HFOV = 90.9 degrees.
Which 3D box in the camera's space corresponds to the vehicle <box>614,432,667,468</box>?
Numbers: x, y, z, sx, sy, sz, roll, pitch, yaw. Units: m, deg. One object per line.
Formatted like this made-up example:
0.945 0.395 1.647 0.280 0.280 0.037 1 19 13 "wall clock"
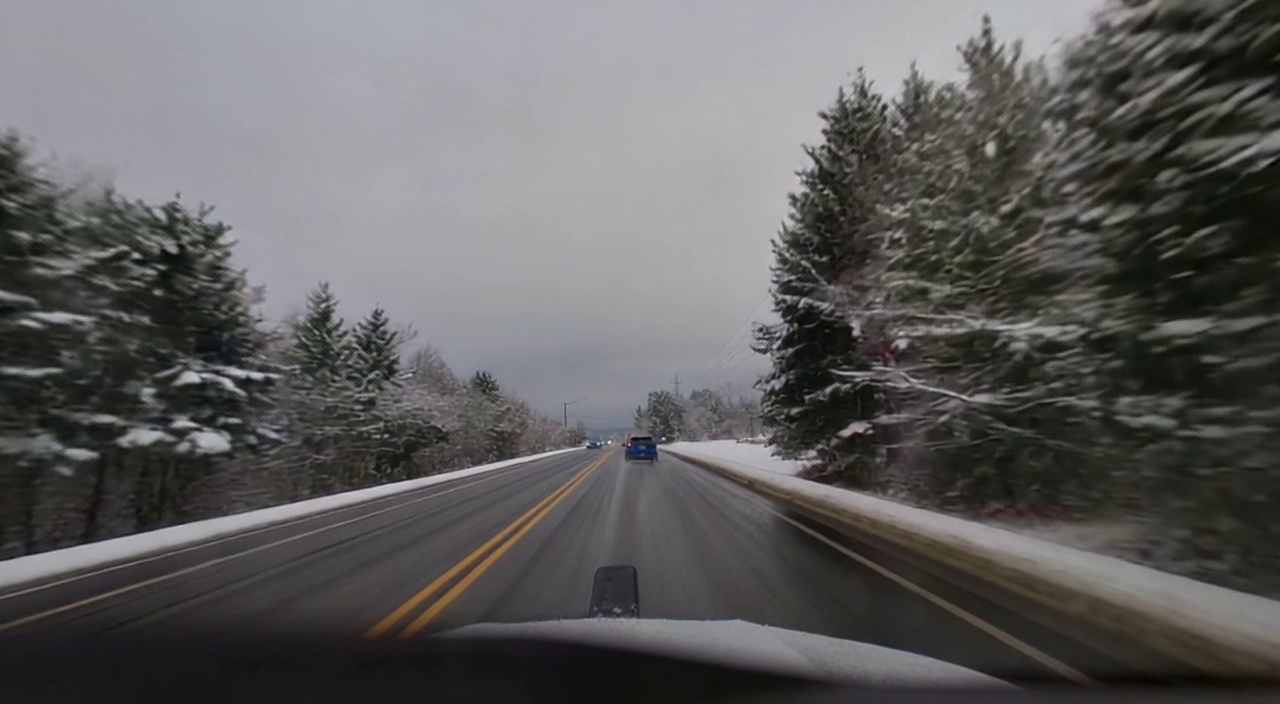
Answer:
-0.023 4.387 28.455 2.241 1.471 3.829 0 -8 -2 "vehicle"
